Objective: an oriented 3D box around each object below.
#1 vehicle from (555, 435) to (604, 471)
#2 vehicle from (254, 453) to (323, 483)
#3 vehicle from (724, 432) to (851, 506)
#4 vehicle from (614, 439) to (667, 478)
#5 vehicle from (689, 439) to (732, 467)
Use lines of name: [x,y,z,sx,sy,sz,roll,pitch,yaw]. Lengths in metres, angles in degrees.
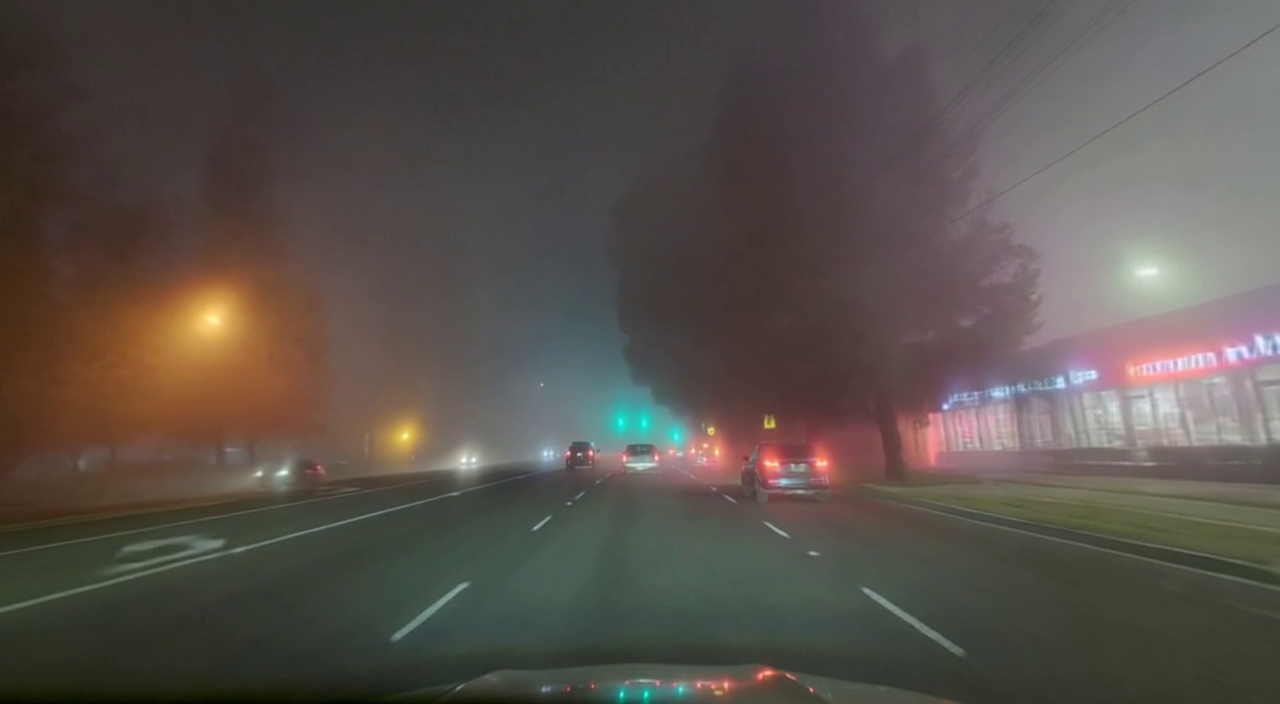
vehicle: [-3.108,5.253,33.073,2.023,1.720,4.452,-1,-8,2]
vehicle: [-22.649,7.475,40.817,1.898,1.743,4.365,-1,-8,1]
vehicle: [3.308,2.715,15.084,1.948,1.474,4.360,0,-8,0]
vehicle: [0.082,4.233,25.304,1.971,1.433,3.923,-1,-8,2]
vehicle: [3.934,5.741,36.025,1.913,1.463,4.198,0,-8,-1]
